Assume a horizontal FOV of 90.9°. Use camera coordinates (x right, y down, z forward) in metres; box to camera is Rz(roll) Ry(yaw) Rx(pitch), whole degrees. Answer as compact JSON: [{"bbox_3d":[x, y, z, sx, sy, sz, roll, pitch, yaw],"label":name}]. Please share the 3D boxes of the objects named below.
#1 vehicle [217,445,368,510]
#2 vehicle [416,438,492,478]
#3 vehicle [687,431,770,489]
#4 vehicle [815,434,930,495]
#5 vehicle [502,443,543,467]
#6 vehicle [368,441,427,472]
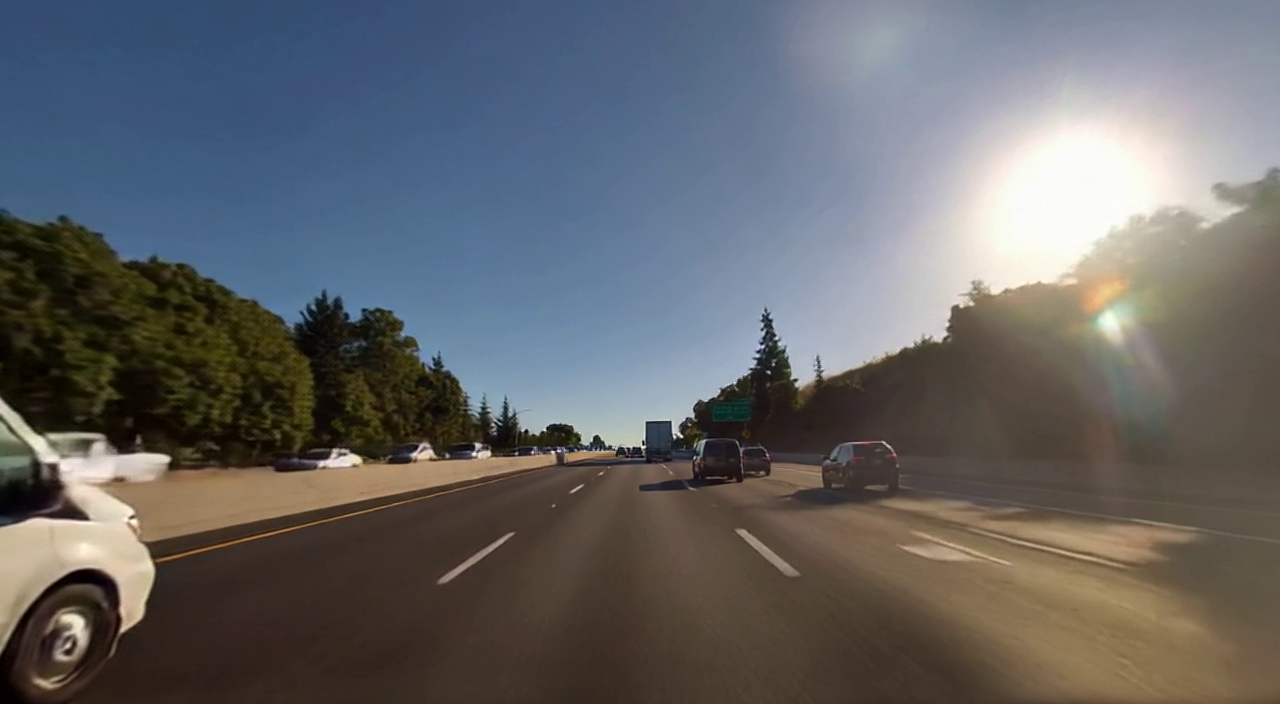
[{"bbox_3d":[-8.762,3.154,16.322,1.833,1.441,3.593,0,-8,0],"label":"vehicle"},{"bbox_3d":[-8.529,4.882,29.364,2.112,1.672,4.433,0,-8,1],"label":"vehicle"},{"bbox_3d":[3.046,3.854,22.919,2.209,1.862,4.717,0,-8,-1],"label":"vehicle"},{"bbox_3d":[7.280,3.547,20.285,1.976,1.703,4.288,0,-8,-1],"label":"vehicle"},{"bbox_3d":[-8.255,7.263,44.529,1.959,1.584,4.421,0,-8,1],"label":"vehicle"},{"bbox_3d":[-15.957,6.869,41.755,2.000,1.903,4.657,0,-8,1],"label":"vehicle"}]
